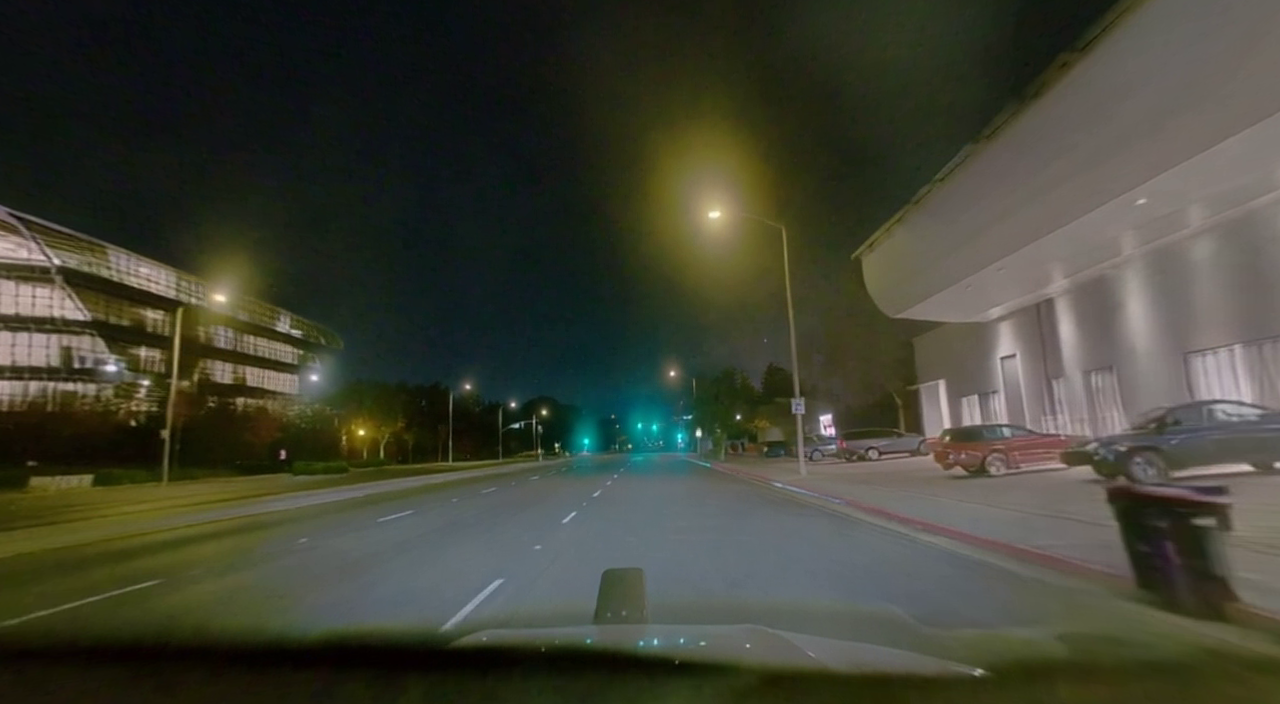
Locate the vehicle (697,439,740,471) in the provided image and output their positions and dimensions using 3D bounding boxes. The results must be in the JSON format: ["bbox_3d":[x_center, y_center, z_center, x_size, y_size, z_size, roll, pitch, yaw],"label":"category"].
[{"bbox_3d":[4.836,6.404,39.452,2.078,1.771,5.174,3,-8,1],"label":"vehicle"}]

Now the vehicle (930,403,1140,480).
[{"bbox_3d":[11.628,2.684,18.785,4.865,1.674,1.963,-5,-10,-4],"label":"vehicle"}]

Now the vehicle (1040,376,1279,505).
[{"bbox_3d":[11.960,1.773,13.371,5.330,1.917,2.001,-9,-9,0],"label":"vehicle"}]

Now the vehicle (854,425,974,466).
[{"bbox_3d":[12.266,4.237,28.430,4.418,1.532,1.889,-3,-11,-2],"label":"vehicle"}]
